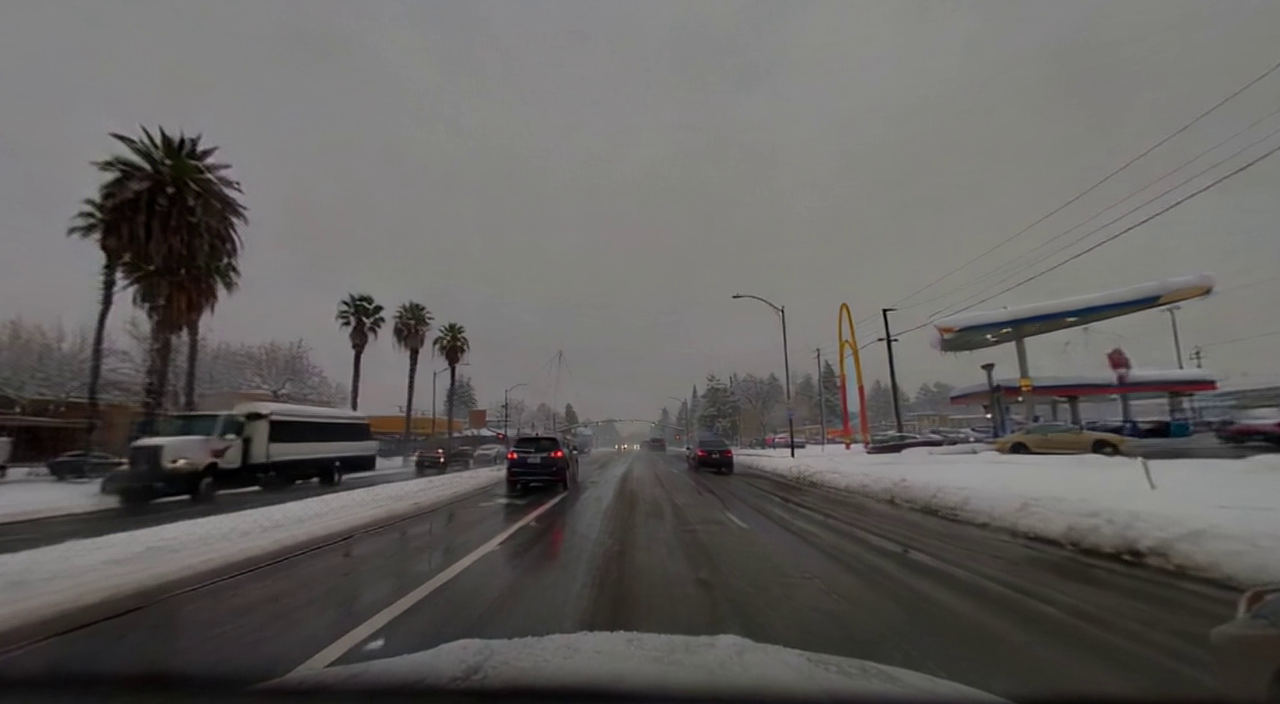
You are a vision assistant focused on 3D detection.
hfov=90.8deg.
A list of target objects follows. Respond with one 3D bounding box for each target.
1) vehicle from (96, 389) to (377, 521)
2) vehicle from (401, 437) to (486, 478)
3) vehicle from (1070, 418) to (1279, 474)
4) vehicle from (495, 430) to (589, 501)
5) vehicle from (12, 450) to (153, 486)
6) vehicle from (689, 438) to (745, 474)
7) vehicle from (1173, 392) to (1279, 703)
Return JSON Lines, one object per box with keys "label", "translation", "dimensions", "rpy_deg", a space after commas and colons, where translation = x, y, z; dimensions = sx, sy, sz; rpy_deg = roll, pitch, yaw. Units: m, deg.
{"label": "vehicle", "translation": [-11.134, 2.925, 18.923], "dimensions": [2.662, 2.995, 8.344], "rpy_deg": [1, -7, 2]}
{"label": "vehicle", "translation": [-9.688, 5.250, 31.695], "dimensions": [2.169, 1.853, 4.853], "rpy_deg": [-1, -9, 8]}
{"label": "vehicle", "translation": [14.600, 2.562, 17.274], "dimensions": [4.293, 1.438, 1.773], "rpy_deg": [0, -9, 1]}
{"label": "vehicle", "translation": [-2.336, 2.825, 16.073], "dimensions": [2.021, 1.550, 4.090], "rpy_deg": [1, -9, -5]}
{"label": "vehicle", "translation": [-30.273, 6.325, 34.481], "dimensions": [5.349, 1.859, 2.259], "rpy_deg": [1, -10, -2]}
{"label": "vehicle", "translation": [3.296, 4.561, 27.919], "dimensions": [1.889, 1.448, 4.262], "rpy_deg": [0, -9, -1]}
{"label": "vehicle", "translation": [3.429, 0.639, 0.704], "dimensions": [1.987, 1.474, 4.198], "rpy_deg": [0, -9, 0]}
